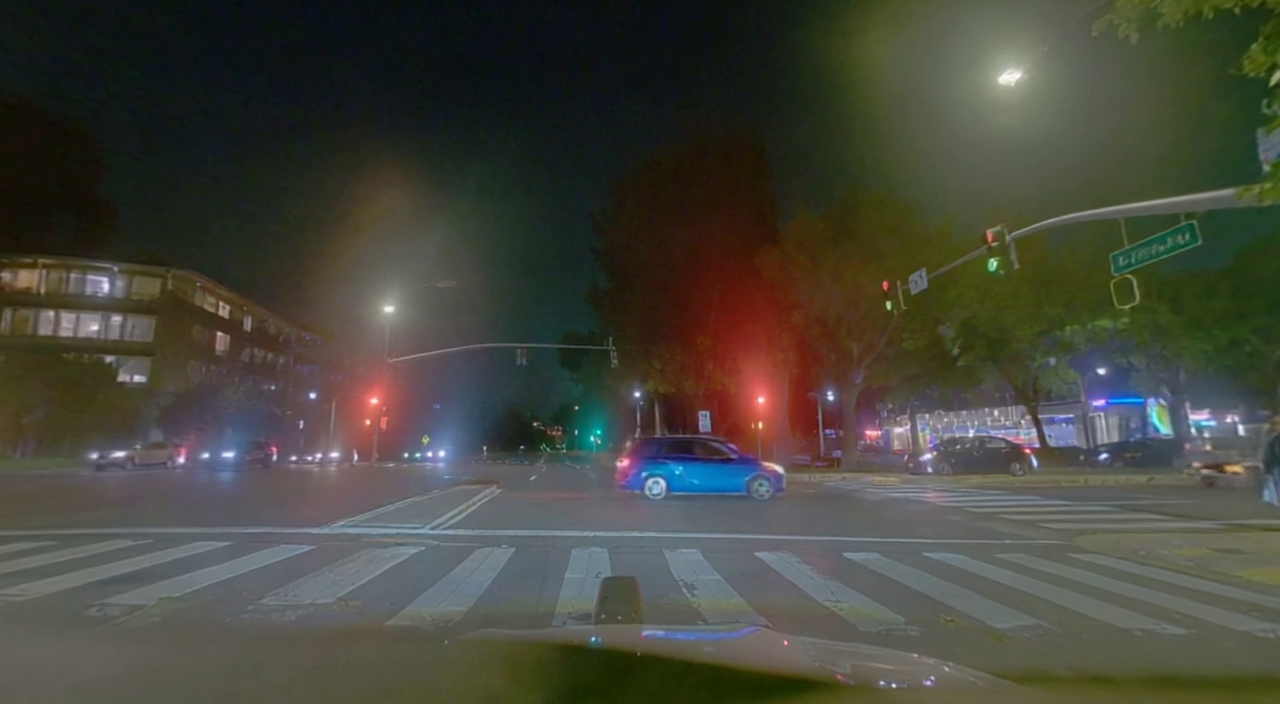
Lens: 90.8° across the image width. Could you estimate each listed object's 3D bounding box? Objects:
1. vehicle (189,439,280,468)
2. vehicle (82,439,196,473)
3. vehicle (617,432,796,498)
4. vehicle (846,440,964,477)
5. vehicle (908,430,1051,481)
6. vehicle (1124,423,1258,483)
[{"bbox_3d":[-27.828,6.970,43.660,2.388,1.858,6.056,0,-8,-2],"label":"vehicle"},{"bbox_3d":[-31.195,6.463,39.693,2.456,1.961,5.978,0,-8,-3],"label":"vehicle"},{"bbox_3d":[1.715,2.896,16.400,4.312,1.540,2.007,-1,-8,8],"label":"vehicle"},{"bbox_3d":[11.507,4.612,27.551,4.317,1.491,1.896,2,-9,-11],"label":"vehicle"},{"bbox_3d":[12.911,3.917,24.066,4.742,1.762,2.180,3,-9,-22],"label":"vehicle"},{"bbox_3d":[18.663,3.383,21.351,4.509,1.821,2.066,5,-10,-33],"label":"vehicle"}]
